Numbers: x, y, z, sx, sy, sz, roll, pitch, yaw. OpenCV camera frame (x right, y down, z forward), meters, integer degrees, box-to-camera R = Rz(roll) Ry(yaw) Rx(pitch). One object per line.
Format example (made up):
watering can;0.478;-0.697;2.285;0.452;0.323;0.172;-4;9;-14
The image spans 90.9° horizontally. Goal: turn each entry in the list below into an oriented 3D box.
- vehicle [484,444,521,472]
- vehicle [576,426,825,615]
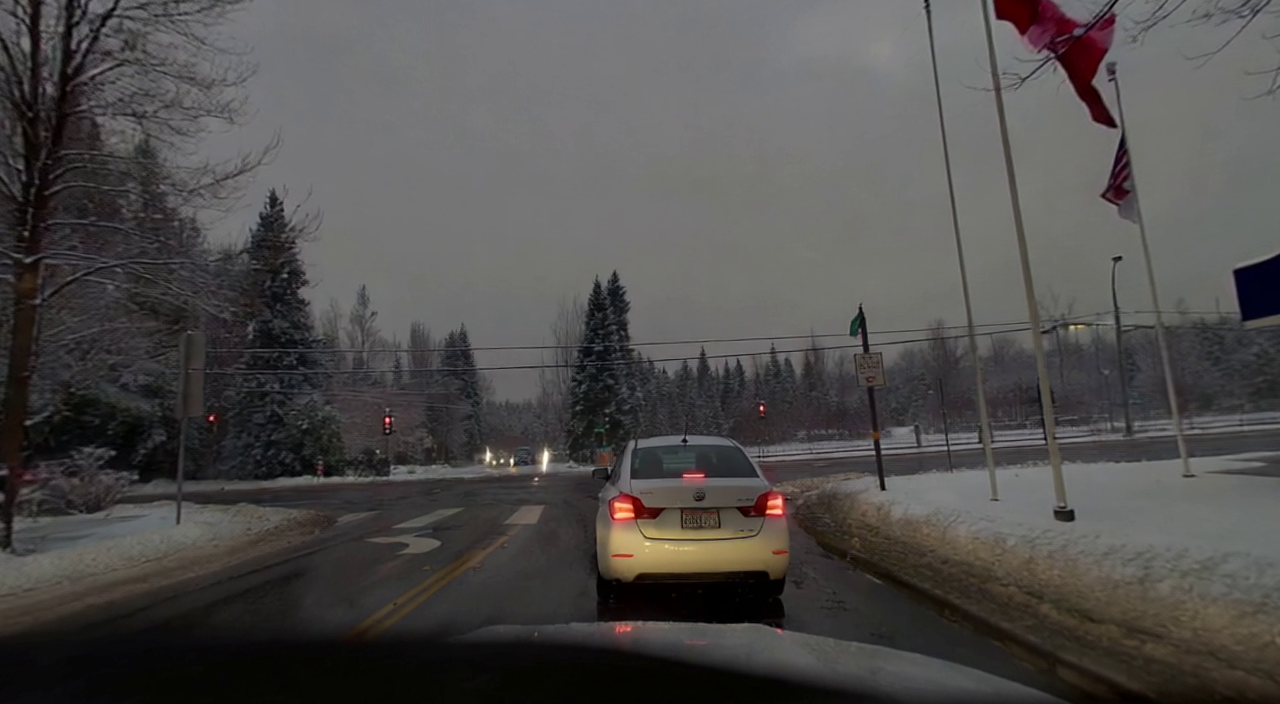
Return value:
vehicle;-10.234;7.880;47.173;2.212;1.948;4.537;1;-9;-6
vehicle;0.386;1.620;6.892;1.985;1.463;3.647;0;-9;-3
